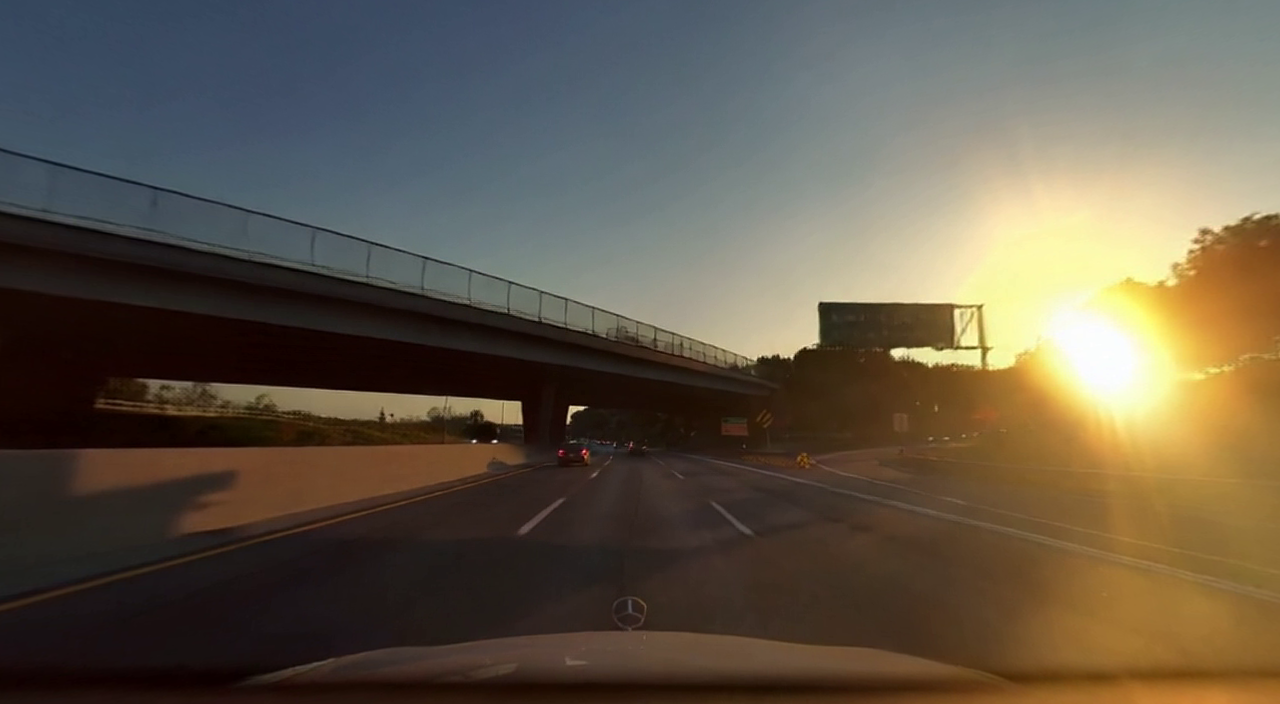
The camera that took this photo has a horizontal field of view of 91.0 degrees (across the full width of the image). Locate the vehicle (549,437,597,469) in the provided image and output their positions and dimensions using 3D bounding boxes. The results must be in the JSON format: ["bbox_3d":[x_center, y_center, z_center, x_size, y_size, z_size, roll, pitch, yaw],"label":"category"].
[{"bbox_3d":[-3.620,5.586,34.929,2.160,1.608,5.012,0,-8,0],"label":"vehicle"}]
